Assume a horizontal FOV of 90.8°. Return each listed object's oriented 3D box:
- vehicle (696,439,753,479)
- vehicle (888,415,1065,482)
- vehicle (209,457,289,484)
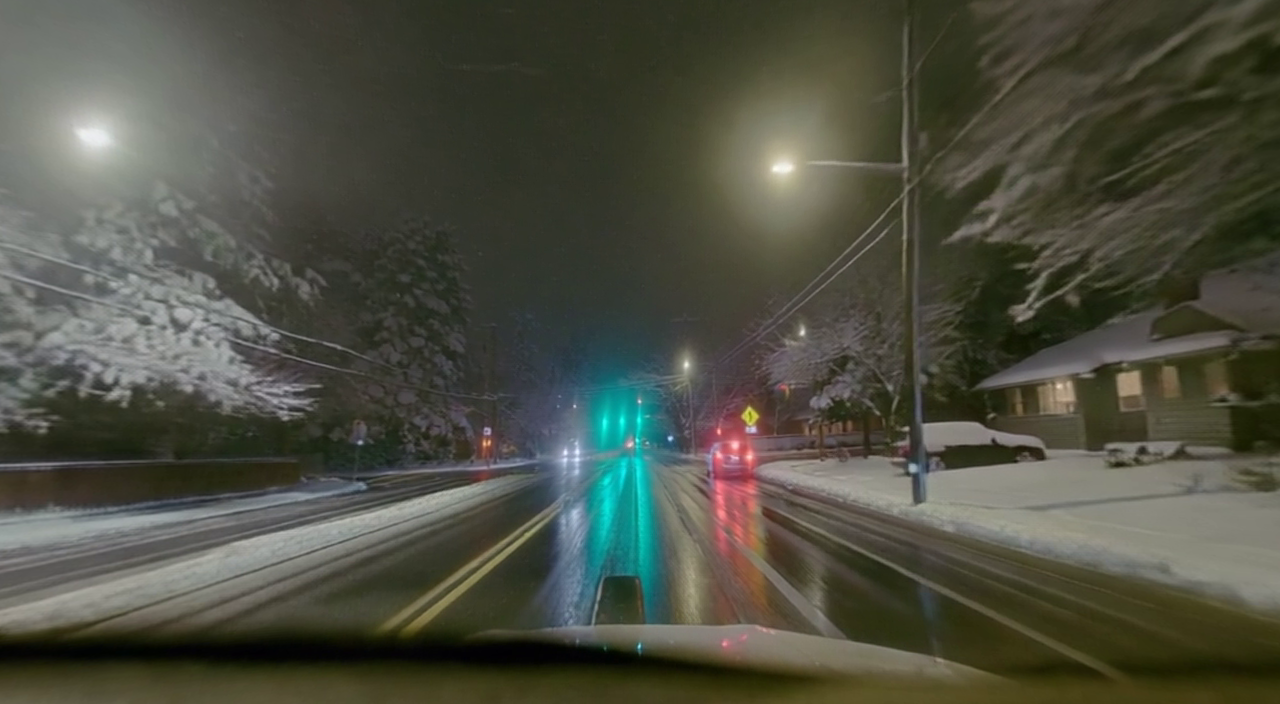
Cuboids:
[{"bbox_3d":[3.813,4.881,29.121,1.900,1.661,4.346,1,-8,-2],"label":"vehicle"},{"bbox_3d":[10.176,2.998,19.497,4.434,1.730,2.081,-7,-10,23],"label":"vehicle"},{"bbox_3d":[-29.698,9.013,48.107,4.830,1.521,1.948,-5,-10,-1],"label":"vehicle"}]
